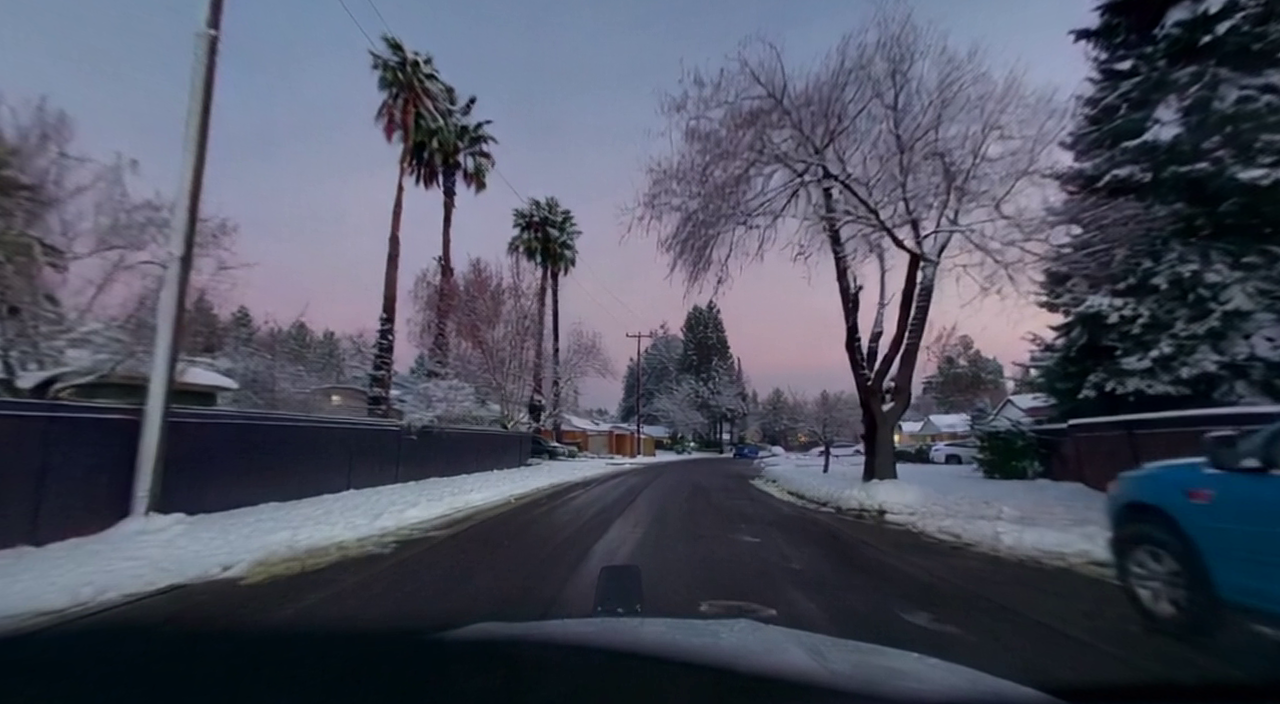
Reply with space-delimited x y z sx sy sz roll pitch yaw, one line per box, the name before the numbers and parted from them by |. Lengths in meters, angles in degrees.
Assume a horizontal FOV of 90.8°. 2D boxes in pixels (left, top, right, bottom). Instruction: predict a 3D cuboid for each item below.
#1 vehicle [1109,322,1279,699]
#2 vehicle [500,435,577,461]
vehicle | 4.619 0.634 1.876 2.467 2.034 5.470 0 -8 4
vehicle | -7.882 7.493 49.336 5.497 1.983 2.191 -1 -9 8
